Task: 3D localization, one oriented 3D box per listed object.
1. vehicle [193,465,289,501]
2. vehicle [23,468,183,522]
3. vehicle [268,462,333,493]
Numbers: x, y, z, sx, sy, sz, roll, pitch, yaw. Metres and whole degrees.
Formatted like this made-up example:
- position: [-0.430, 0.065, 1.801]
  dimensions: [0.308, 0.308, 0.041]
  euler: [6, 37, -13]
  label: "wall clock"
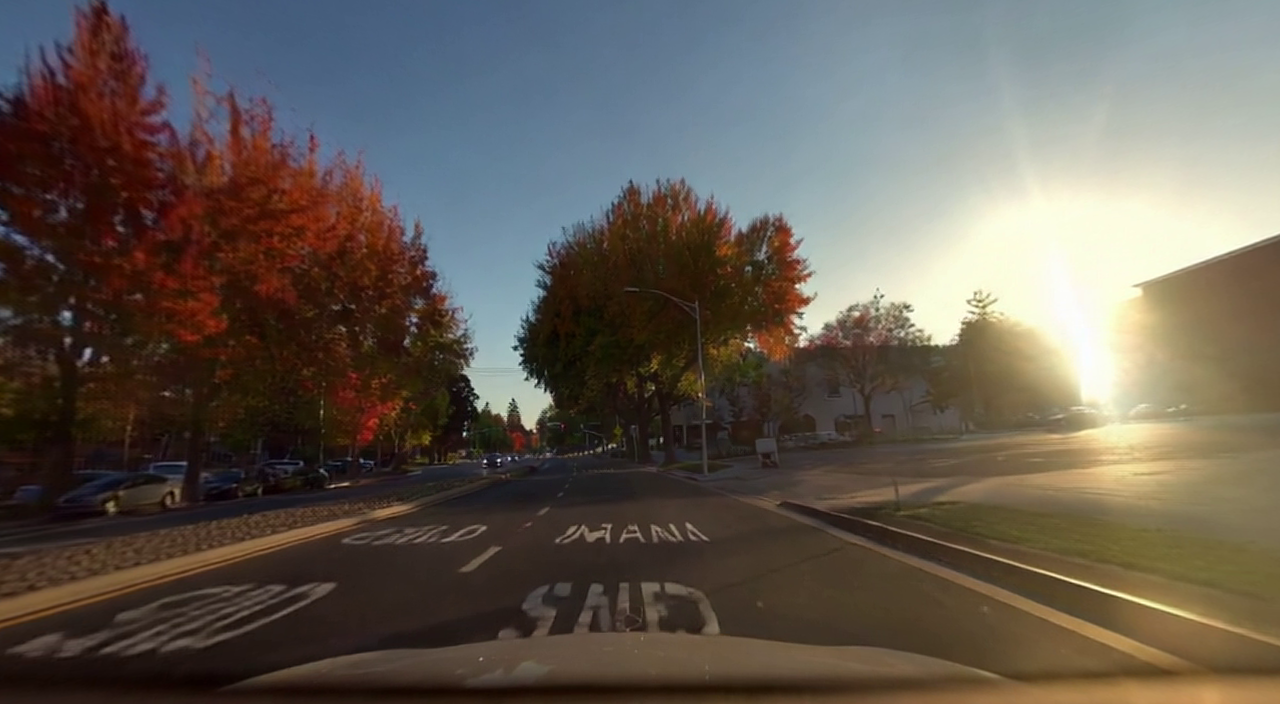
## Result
- position: [-19.444, 6.388, 30.865]
  dimensions: [1.887, 1.490, 4.432]
  euler: [0, -9, -2]
  label: "vehicle"
- position: [-18.769, 4.970, 22.284]
  dimensions: [1.956, 1.550, 4.375]
  euler: [0, -9, -3]
  label: "vehicle"
- position: [-20.016, 7.369, 37.175]
  dimensions: [1.896, 1.495, 4.108]
  euler: [-4, -9, -6]
  label: "vehicle"
